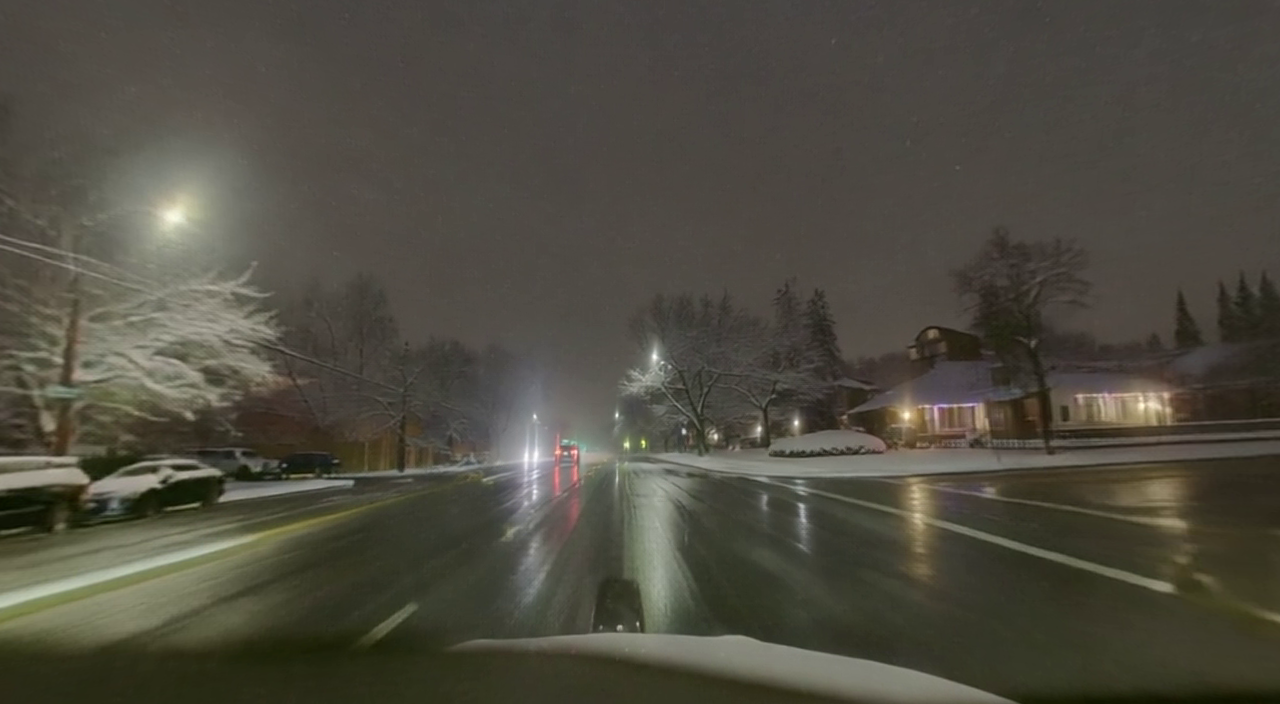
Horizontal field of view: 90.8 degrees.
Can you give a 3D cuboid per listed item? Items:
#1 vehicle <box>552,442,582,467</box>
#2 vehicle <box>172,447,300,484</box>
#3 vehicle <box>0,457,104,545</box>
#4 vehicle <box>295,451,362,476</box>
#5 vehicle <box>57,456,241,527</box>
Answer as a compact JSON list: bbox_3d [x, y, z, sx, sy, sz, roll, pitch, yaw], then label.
[{"bbox_3d":[-5.561,7.855,48.648,2.135,1.731,4.232,0,-8,-4],"label":"vehicle"},{"bbox_3d":[-23.163,6.510,36.417,5.784,2.004,2.199,0,-8,-1],"label":"vehicle"},{"bbox_3d":[-14.300,3.172,13.332,1.966,1.760,4.604,0,-8,-1],"label":"vehicle"},{"bbox_3d":[-22.182,7.949,45.110,3.832,1.683,1.877,0,-8,-7],"label":"vehicle"},{"bbox_3d":[-14.413,4.052,18.999,1.968,1.727,4.548,0,-8,-2],"label":"vehicle"}]
